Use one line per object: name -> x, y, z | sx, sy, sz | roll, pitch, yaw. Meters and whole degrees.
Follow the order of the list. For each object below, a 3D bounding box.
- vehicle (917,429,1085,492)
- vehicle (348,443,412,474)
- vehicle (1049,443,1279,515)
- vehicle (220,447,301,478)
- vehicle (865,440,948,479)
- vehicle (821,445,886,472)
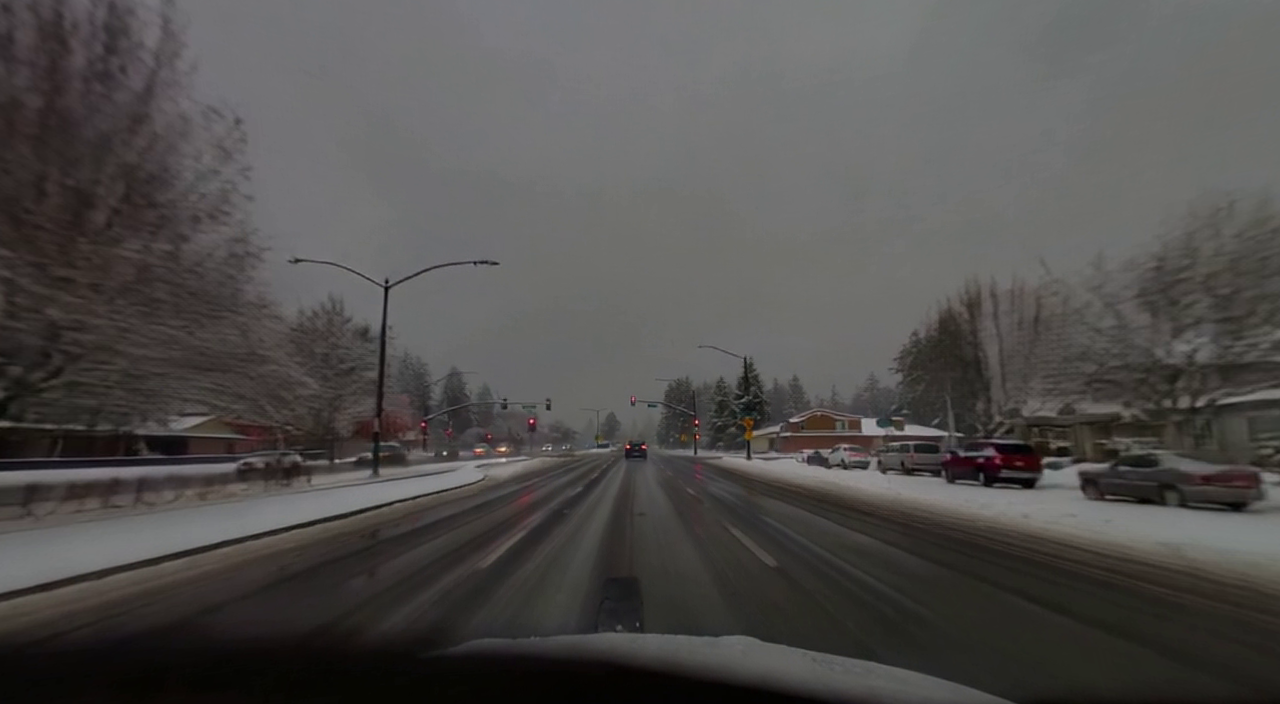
vehicle -> 12.621, 3.908, 22.825 | 2.386, 1.919, 6.109 | -1, -10, -1
vehicle -> -15.079, 6.176, 36.921 | 1.857, 1.656, 4.514 | 0, -9, 0
vehicle -> 12.408, 3.008, 15.376 | 1.836, 1.448, 4.624 | -1, -10, 1
vehicle -> -19.492, 5.658, 32.617 | 1.784, 1.485, 3.829 | 0, -8, 0
vehicle -> 12.603, 5.082, 30.207 | 1.976, 1.706, 4.354 | 0, -9, 0
vehicle -> 12.413, 6.192, 37.043 | 2.128, 1.467, 4.987 | 0, -9, 1
